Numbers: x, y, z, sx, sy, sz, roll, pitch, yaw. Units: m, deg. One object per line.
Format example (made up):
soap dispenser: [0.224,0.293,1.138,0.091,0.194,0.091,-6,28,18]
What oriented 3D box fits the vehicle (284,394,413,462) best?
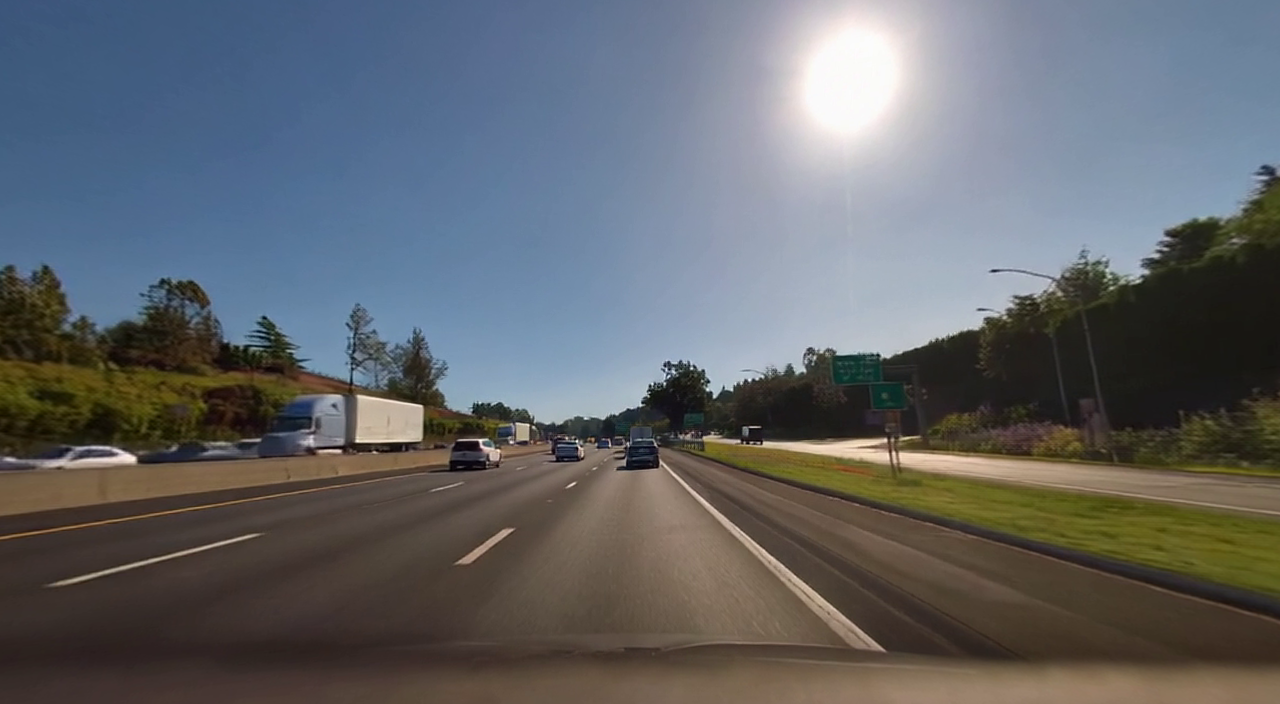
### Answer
vehicle: [-18.099,5.016,40.490,3.029,3.729,11.072,0,-8,-1]

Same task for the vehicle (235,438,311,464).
vehicle: [-25.401,6.872,43.997,1.861,1.717,5.766,0,-8,-1]

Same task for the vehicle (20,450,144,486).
vehicle: [-25.069,5.191,28.607,1.873,1.435,4.122,0,-8,0]

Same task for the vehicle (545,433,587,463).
vehicle: [-4.393,5.792,38.261,2.044,1.717,4.421,0,-8,0]

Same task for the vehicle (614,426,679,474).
vehicle: [0.184,3.963,25.621,2.378,1.750,4.355,0,-8,-1]

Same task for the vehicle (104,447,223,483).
vehicle: [-21.180,4.994,28.359,1.839,1.455,4.501,0,-8,0]

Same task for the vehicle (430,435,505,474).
vehicle: [-7.890,4.731,29.435,2.195,1.652,4.733,0,-8,0]
